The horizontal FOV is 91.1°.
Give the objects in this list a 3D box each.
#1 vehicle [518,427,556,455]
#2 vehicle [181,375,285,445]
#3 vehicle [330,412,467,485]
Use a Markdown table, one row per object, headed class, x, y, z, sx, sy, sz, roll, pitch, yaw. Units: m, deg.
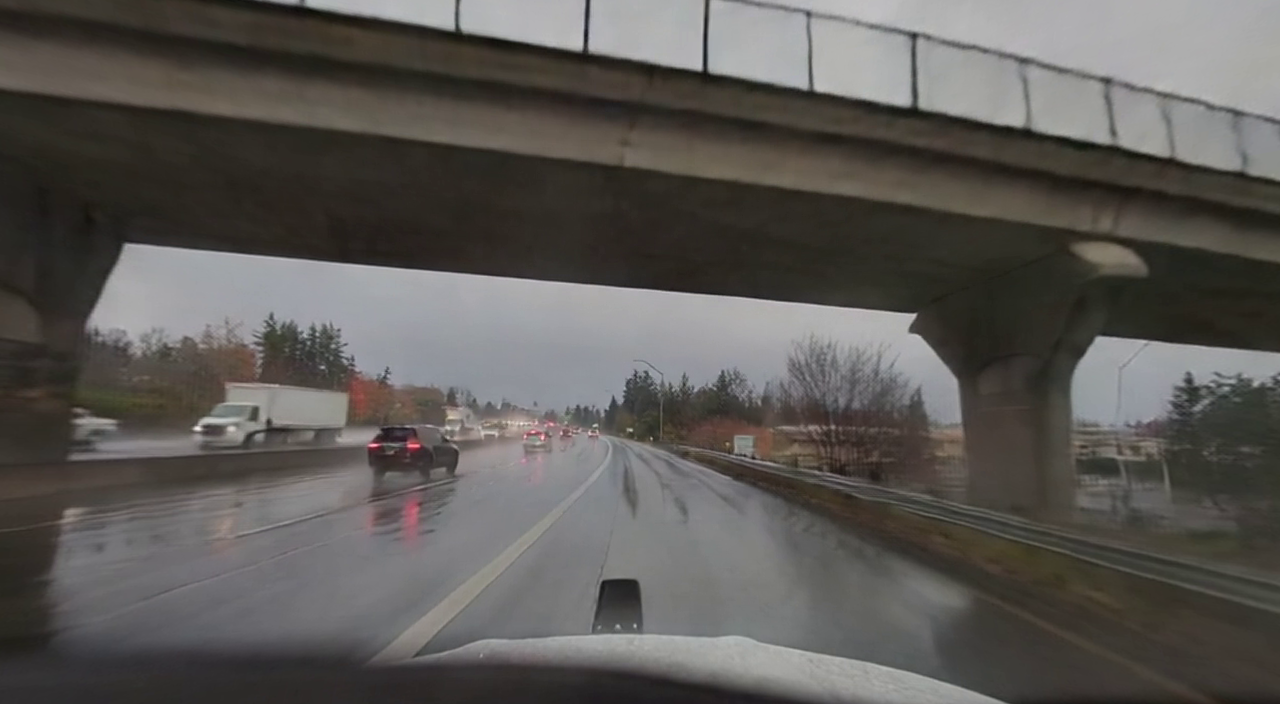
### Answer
| class | x | y | z | sx | sy | sz | roll | pitch | yaw |
| --- | --- | --- | --- | --- | --- | --- | --- | --- | --- |
| vehicle | -7.428 | 6.443 | 45.761 | 1.956 | 1.888 | 4.512 | 0 | -7 | 0 |
| vehicle | -25.400 | 3.705 | 39.517 | 2.900 | 3.916 | 4.693 | 4 | -7 | 1 |
| vehicle | -7.001 | 2.842 | 18.920 | 2.188 | 1.896 | 4.810 | 0 | -7 | 0 |
